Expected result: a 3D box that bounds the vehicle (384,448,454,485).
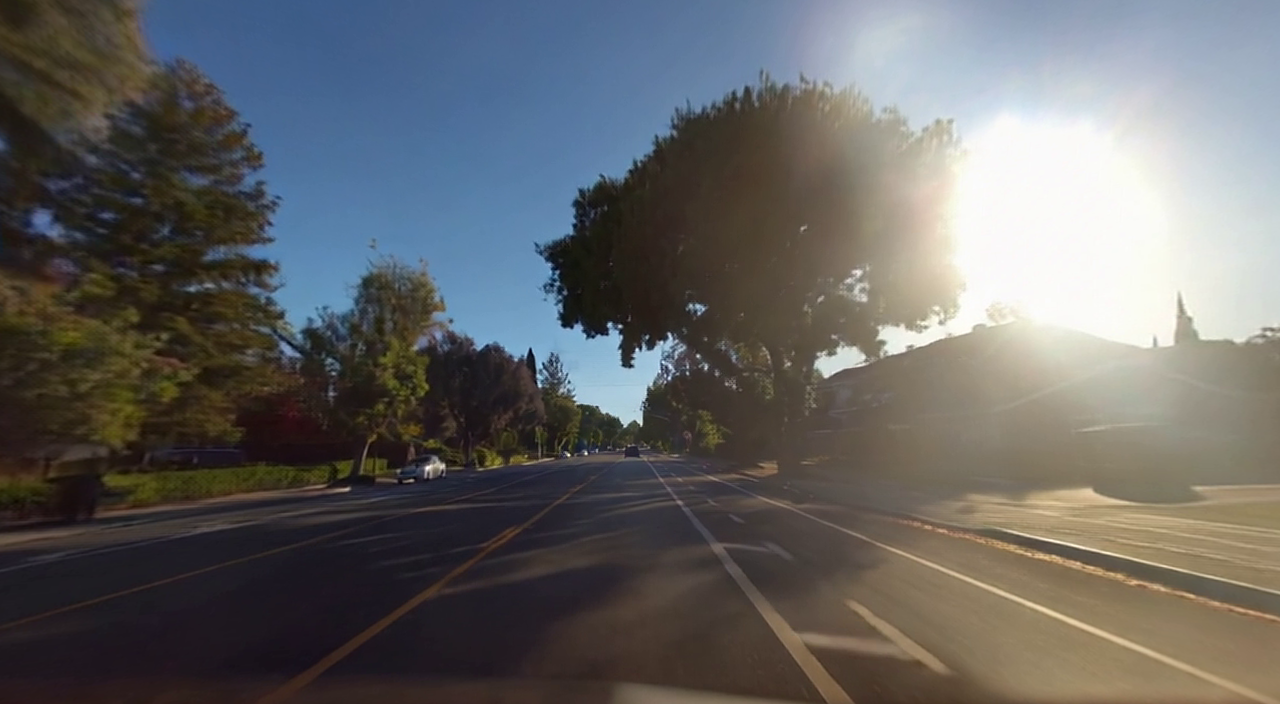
[{"bbox_3d":[-11.754,6.110,33.986,2.047,1.710,4.473,-3,-9,2],"label":"vehicle"}]
